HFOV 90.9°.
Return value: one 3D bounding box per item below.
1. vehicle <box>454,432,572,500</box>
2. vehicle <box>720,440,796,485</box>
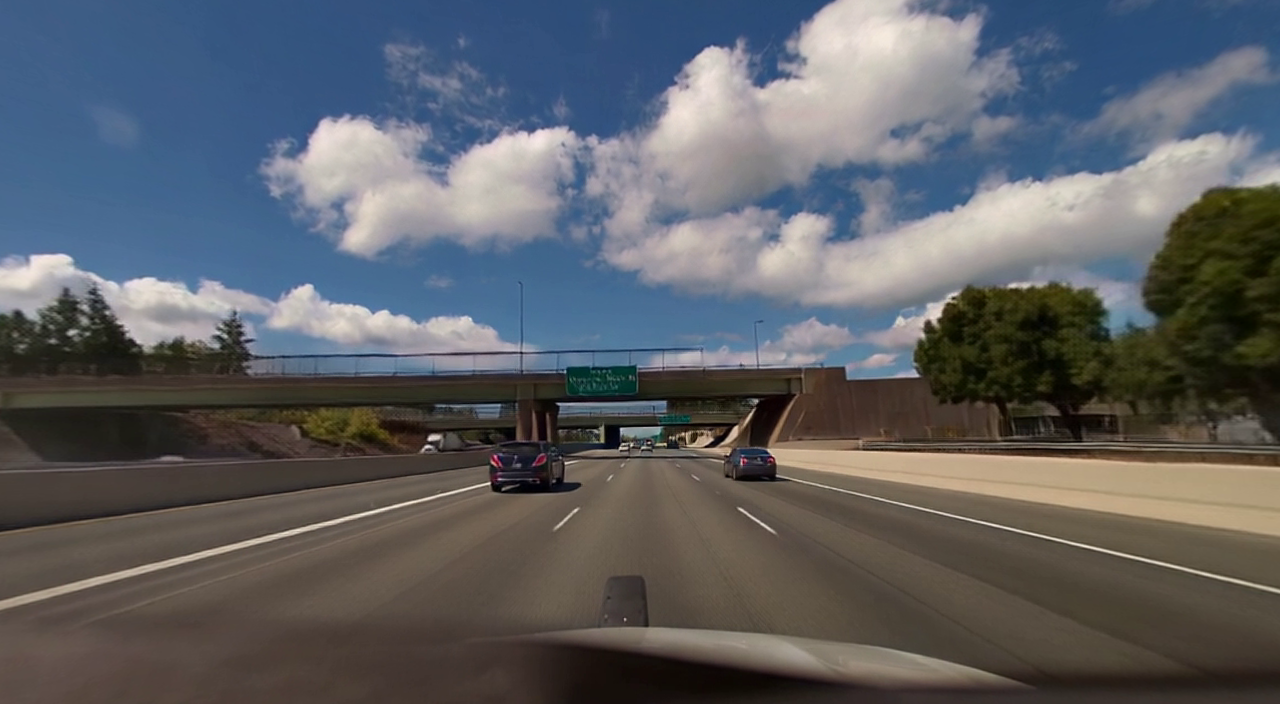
[{"bbox_3d":[-3.489,3.254,18.441,2.259,1.706,4.924,0,-8,2],"label":"vehicle"},{"bbox_3d":[4.235,4.032,23.289,1.908,1.483,4.259,0,-8,-1],"label":"vehicle"}]
